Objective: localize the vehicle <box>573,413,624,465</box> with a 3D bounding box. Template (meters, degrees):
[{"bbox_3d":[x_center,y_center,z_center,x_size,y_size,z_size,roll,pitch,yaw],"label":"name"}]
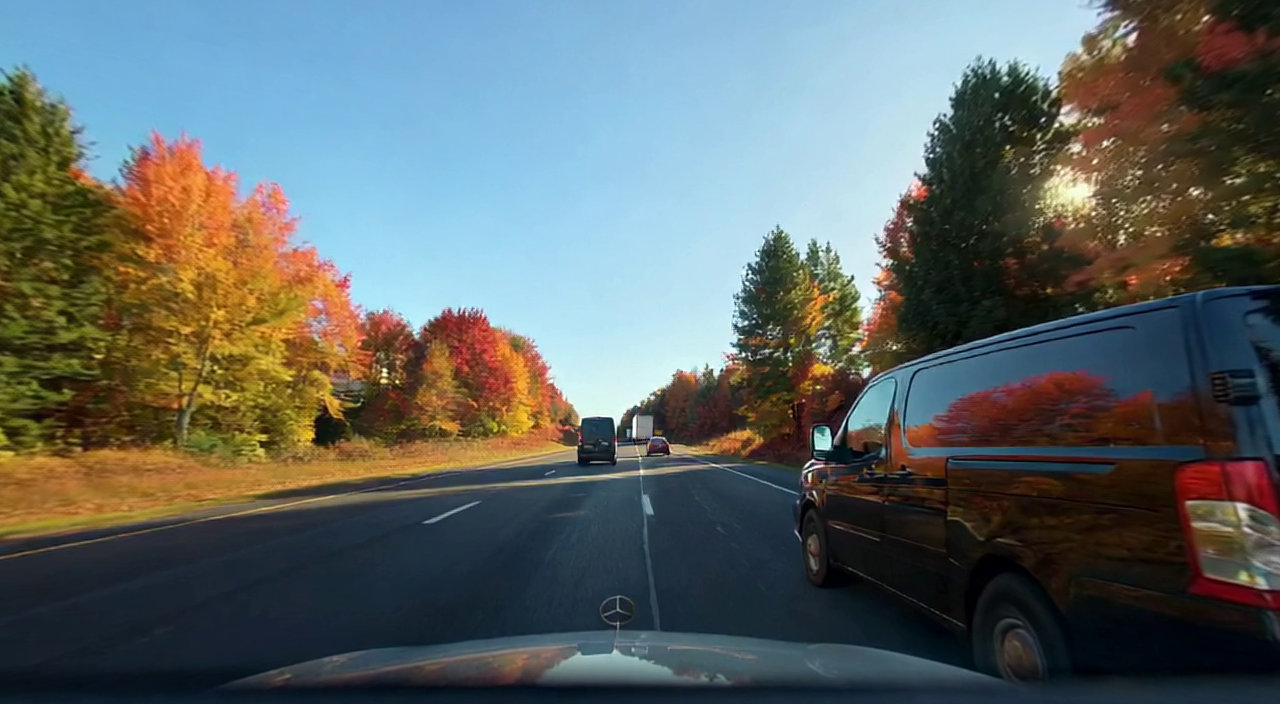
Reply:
[{"bbox_3d":[-2.164,4.764,34.587,2.389,2.637,5.437,0,-8,1],"label":"vehicle"}]
